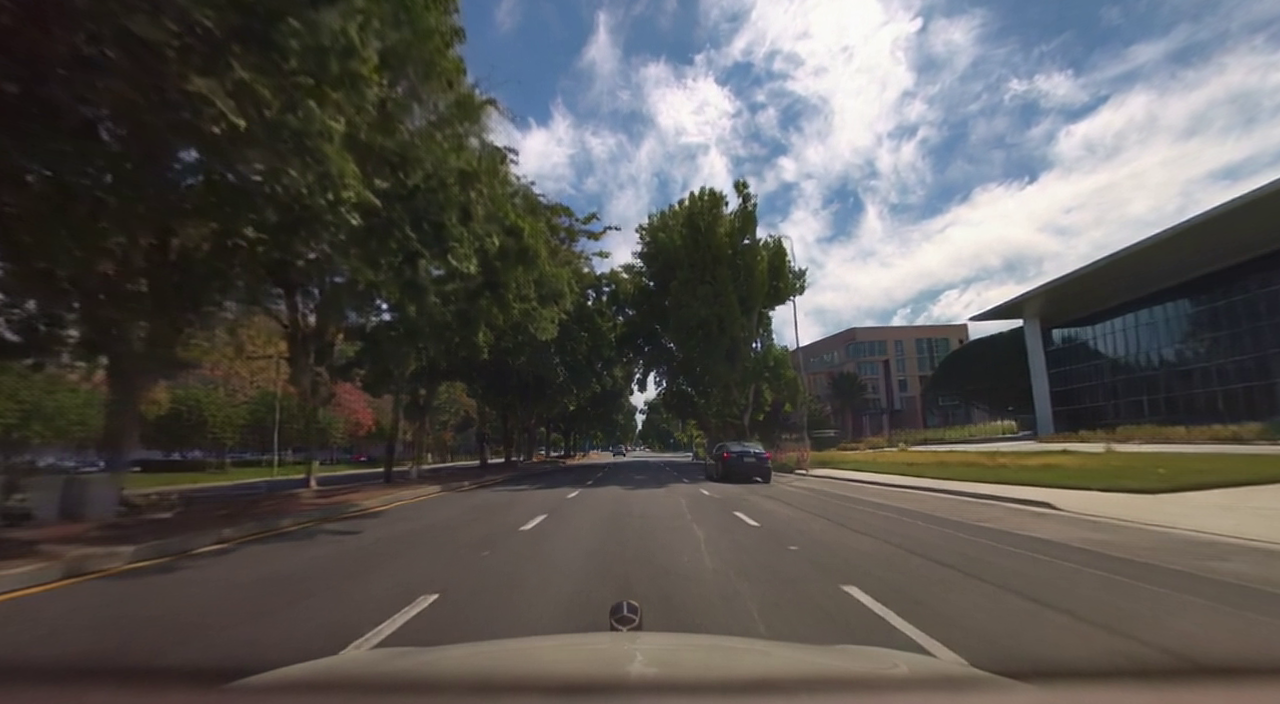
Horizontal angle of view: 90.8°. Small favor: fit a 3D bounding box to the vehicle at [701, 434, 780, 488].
[{"bbox_3d":[3.503,3.894,22.832,2.083,1.743,4.354,0,-9,-1],"label":"vehicle"}]
